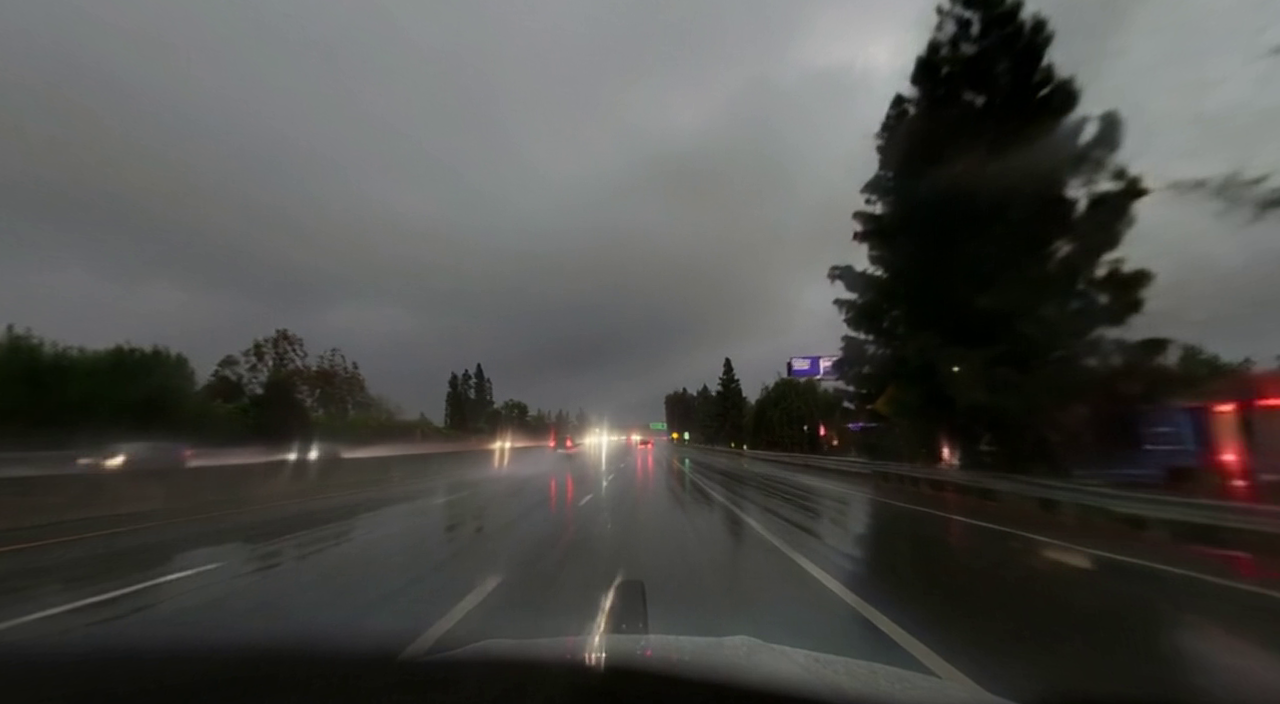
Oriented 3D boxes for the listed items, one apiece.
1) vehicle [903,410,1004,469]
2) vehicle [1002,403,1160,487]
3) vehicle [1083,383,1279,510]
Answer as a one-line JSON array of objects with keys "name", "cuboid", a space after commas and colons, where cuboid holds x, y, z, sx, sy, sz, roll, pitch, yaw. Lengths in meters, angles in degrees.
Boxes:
[{"name": "vehicle", "cuboid": [19.026, 5.390, 38.725, 3.411, 3.351, 5.369, 0, -8, 1]}, {"name": "vehicle", "cuboid": [19.232, 4.004, 28.038, 2.420, 3.217, 5.881, -2, -6, -2]}, {"name": "vehicle", "cuboid": [18.741, 3.058, 20.490, 3.098, 3.410, 7.172, 0, -8, -3]}]
